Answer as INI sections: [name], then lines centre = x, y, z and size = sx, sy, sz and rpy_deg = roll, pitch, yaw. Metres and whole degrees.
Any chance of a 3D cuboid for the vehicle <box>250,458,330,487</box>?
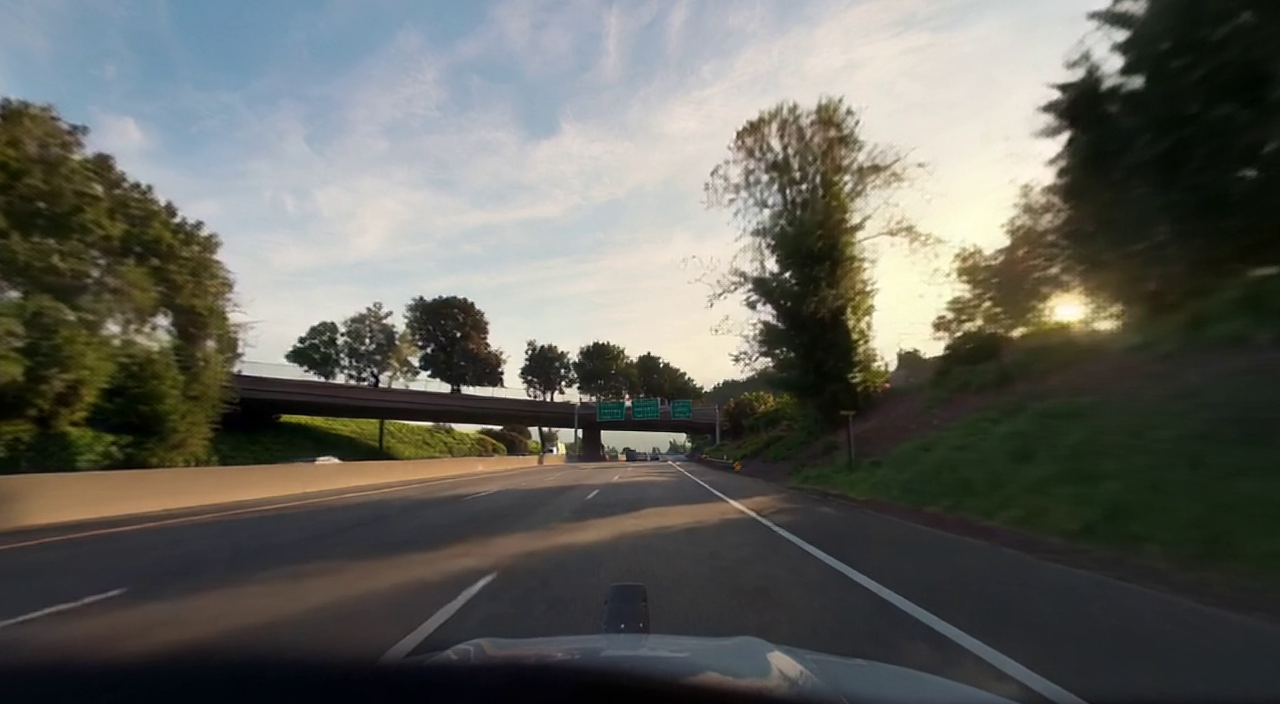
[vehicle]
centre = -20.159, 6.931, 36.543
size = 1.915, 1.503, 4.856
rpy_deg = 0, -9, 0
